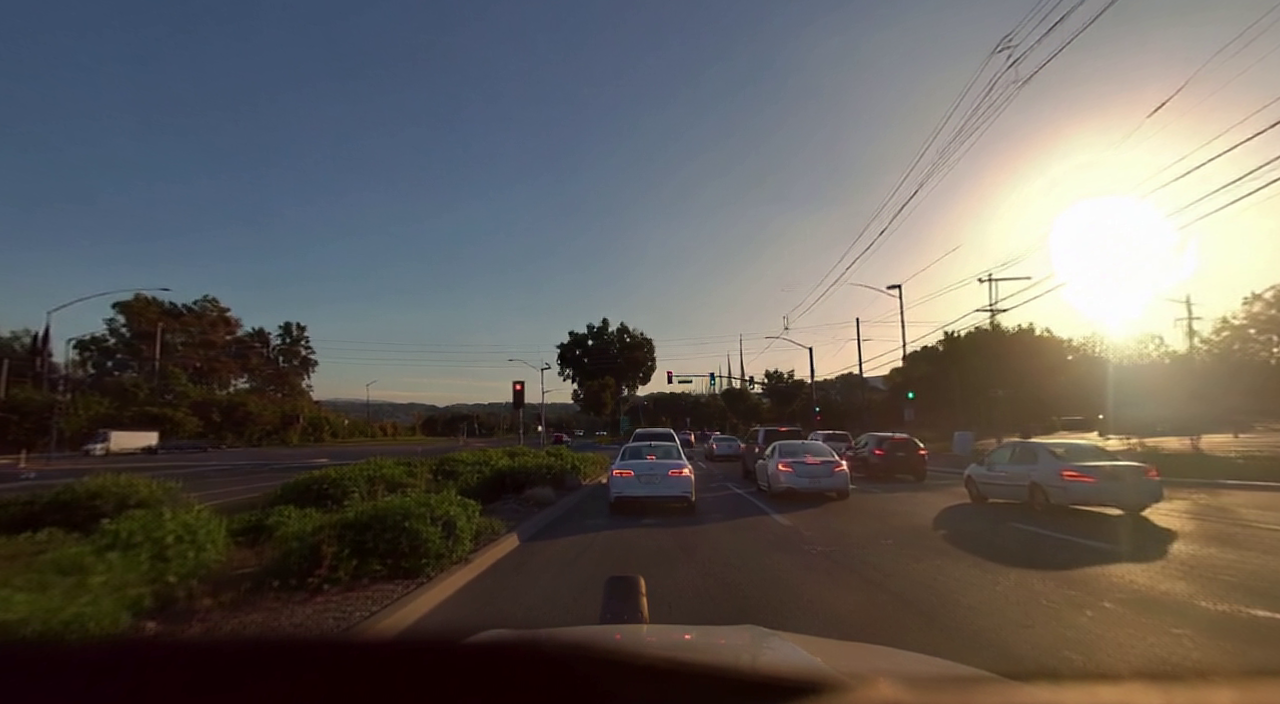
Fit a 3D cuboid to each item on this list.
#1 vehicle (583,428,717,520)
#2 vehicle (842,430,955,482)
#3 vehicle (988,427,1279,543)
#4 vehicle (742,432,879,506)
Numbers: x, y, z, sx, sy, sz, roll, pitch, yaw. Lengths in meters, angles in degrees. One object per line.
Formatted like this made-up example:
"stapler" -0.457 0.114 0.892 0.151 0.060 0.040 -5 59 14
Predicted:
"vehicle" 0.184 2.351 12.703 2.208 1.498 4.401 0 -8 1
"vehicle" 8.608 3.509 21.516 1.966 1.536 4.666 0 -8 1
"vehicle" 7.945 2.063 10.460 1.905 1.483 4.469 -1 -8 2
"vehicle" 3.804 2.697 14.985 2.028 1.454 4.531 0 -8 1
